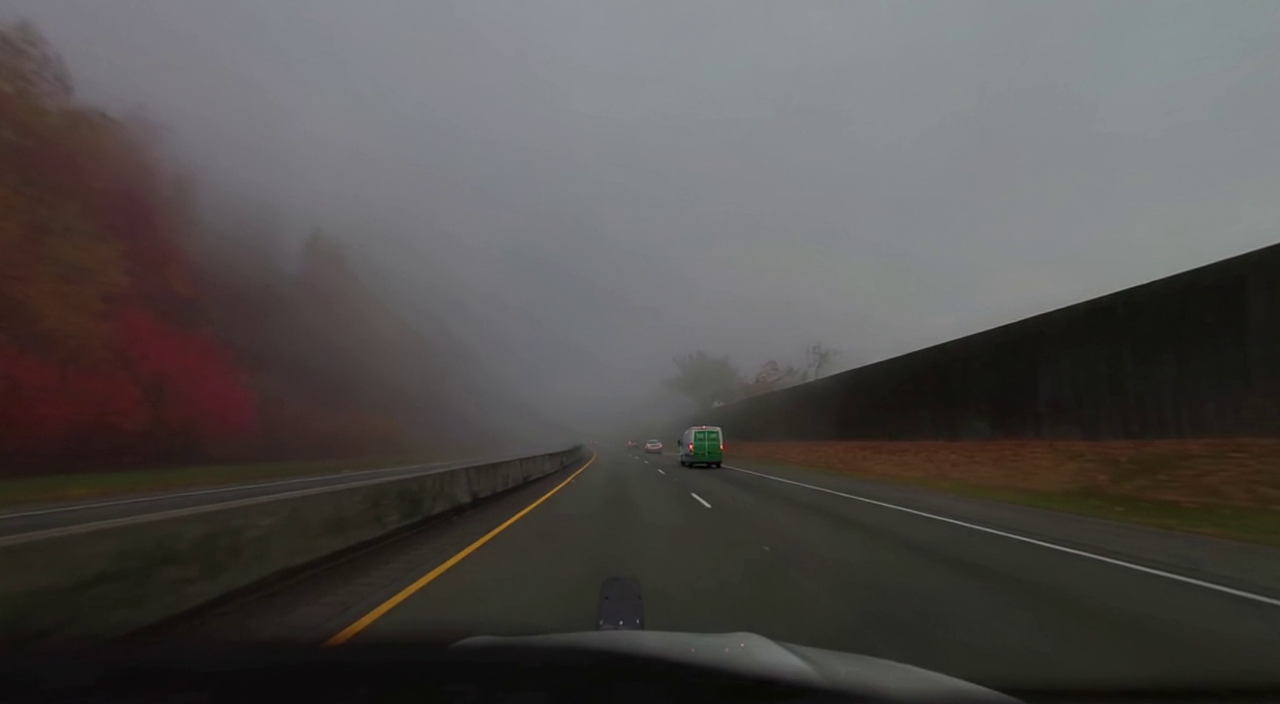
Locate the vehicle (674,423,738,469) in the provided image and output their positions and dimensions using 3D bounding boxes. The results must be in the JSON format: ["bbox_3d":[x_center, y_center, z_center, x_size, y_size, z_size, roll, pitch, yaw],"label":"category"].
[{"bbox_3d":[3.126,4.625,31.026,2.393,2.072,4.958,1,-8,-3],"label":"vehicle"}]
